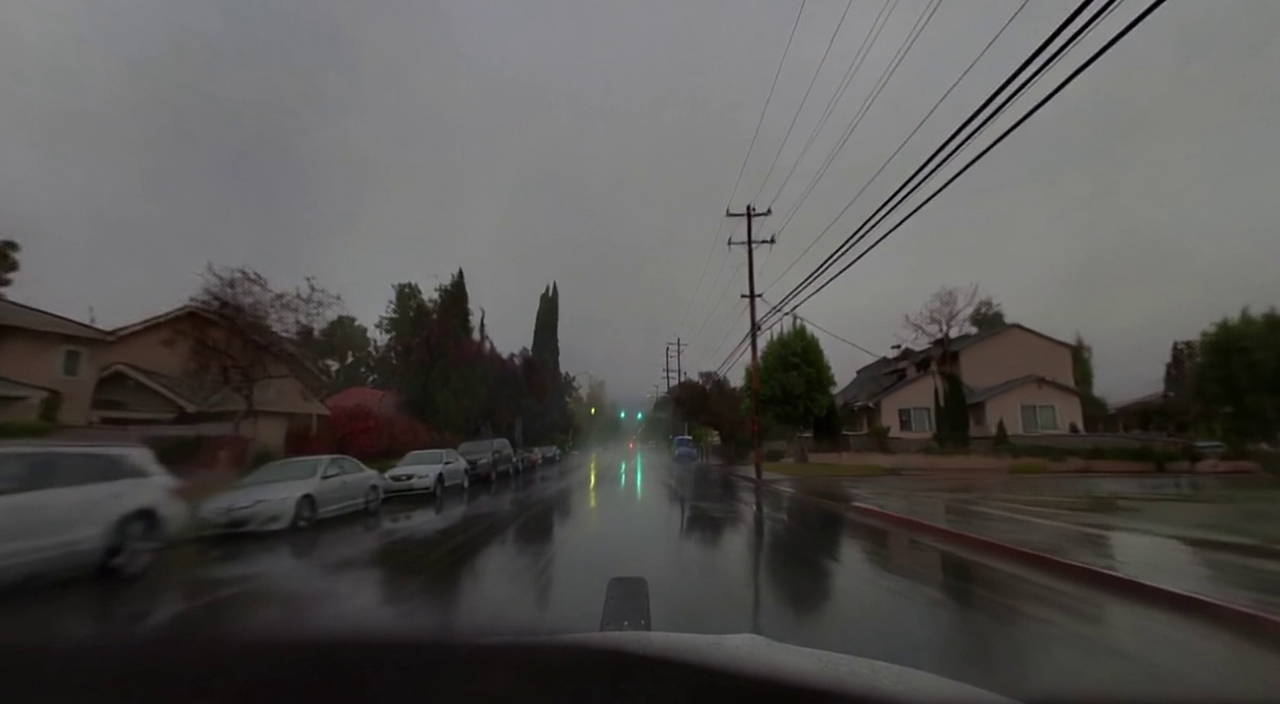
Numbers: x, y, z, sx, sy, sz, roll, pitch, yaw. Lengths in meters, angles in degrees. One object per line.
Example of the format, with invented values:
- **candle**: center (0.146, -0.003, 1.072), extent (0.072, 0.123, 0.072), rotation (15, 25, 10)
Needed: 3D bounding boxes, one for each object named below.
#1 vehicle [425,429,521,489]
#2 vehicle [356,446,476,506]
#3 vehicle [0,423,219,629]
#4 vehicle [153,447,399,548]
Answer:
- **vehicle**: center (-6.251, 4.085, 24.436), extent (2.222, 2.022, 5.547), rotation (0, -8, 0)
- **vehicle**: center (-6.164, 3.415, 17.932), extent (1.890, 1.453, 4.430), rotation (0, -8, -2)
- **vehicle**: center (-6.244, 1.495, 5.634), extent (1.848, 1.698, 4.482), rotation (0, -8, 0)
- **vehicle**: center (-6.263, 2.496, 11.636), extent (1.816, 1.460, 4.542), rotation (0, -8, 0)
